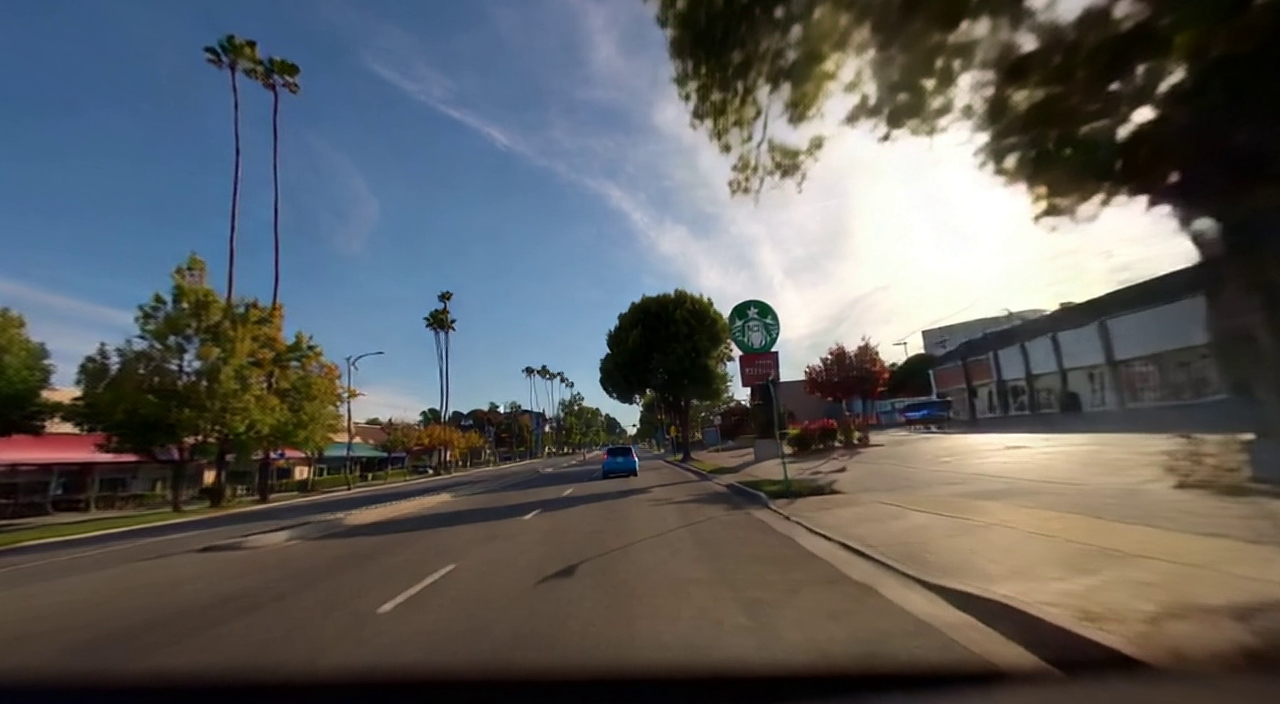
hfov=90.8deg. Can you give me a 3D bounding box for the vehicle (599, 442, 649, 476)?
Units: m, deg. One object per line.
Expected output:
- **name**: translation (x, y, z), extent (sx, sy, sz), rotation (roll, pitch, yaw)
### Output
- **vehicle**: translation (-0.685, 4.985, 29.706), extent (2.156, 1.462, 4.495), rotation (0, -8, 0)
